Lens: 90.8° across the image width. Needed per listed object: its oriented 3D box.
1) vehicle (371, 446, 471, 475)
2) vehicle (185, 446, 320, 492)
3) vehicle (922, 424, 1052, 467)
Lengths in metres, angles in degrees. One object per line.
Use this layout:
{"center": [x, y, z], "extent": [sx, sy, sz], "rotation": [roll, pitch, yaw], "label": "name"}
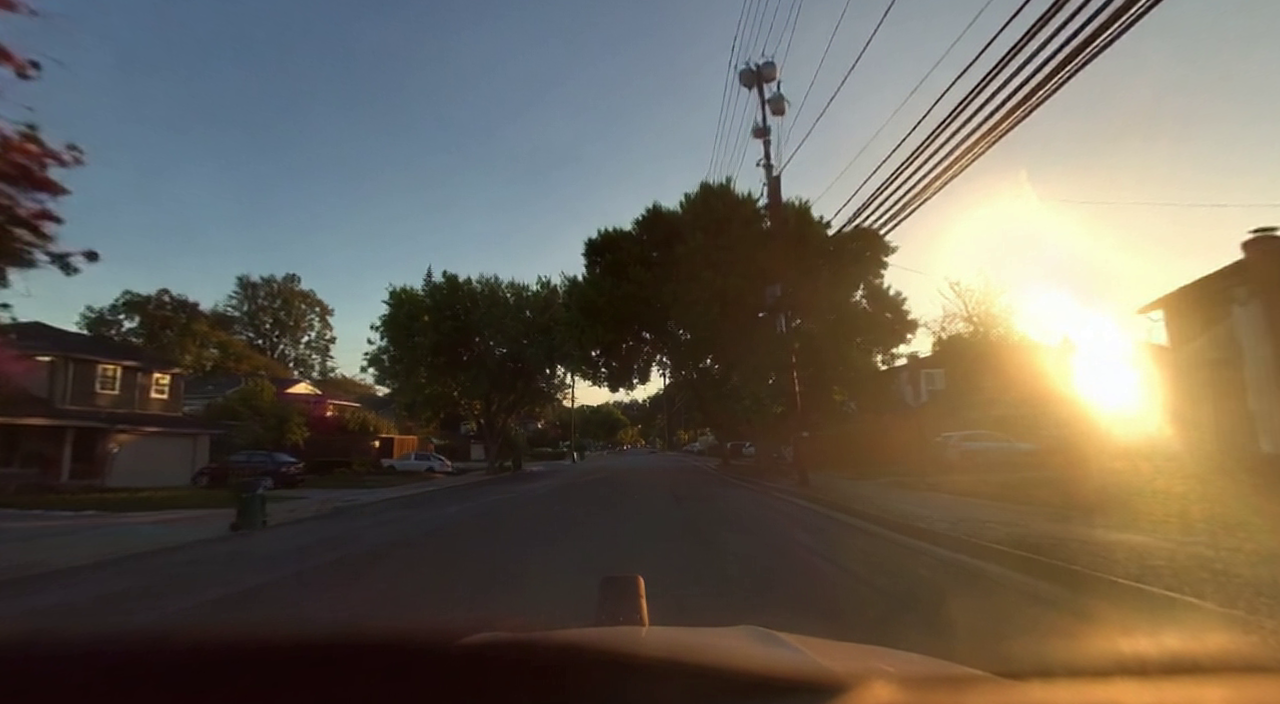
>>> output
{"center": [-12.457, 6.192, 36.149], "extent": [4.893, 1.567, 2.105], "rotation": [-1, -8, 6], "label": "vehicle"}
{"center": [-14.939, 4.502, 24.817], "extent": [1.978, 1.586, 5.192], "rotation": [0, -8, 0], "label": "vehicle"}
{"center": [14.994, 4.074, 27.540], "extent": [4.373, 1.759, 2.093], "rotation": [0, -9, 5], "label": "vehicle"}
